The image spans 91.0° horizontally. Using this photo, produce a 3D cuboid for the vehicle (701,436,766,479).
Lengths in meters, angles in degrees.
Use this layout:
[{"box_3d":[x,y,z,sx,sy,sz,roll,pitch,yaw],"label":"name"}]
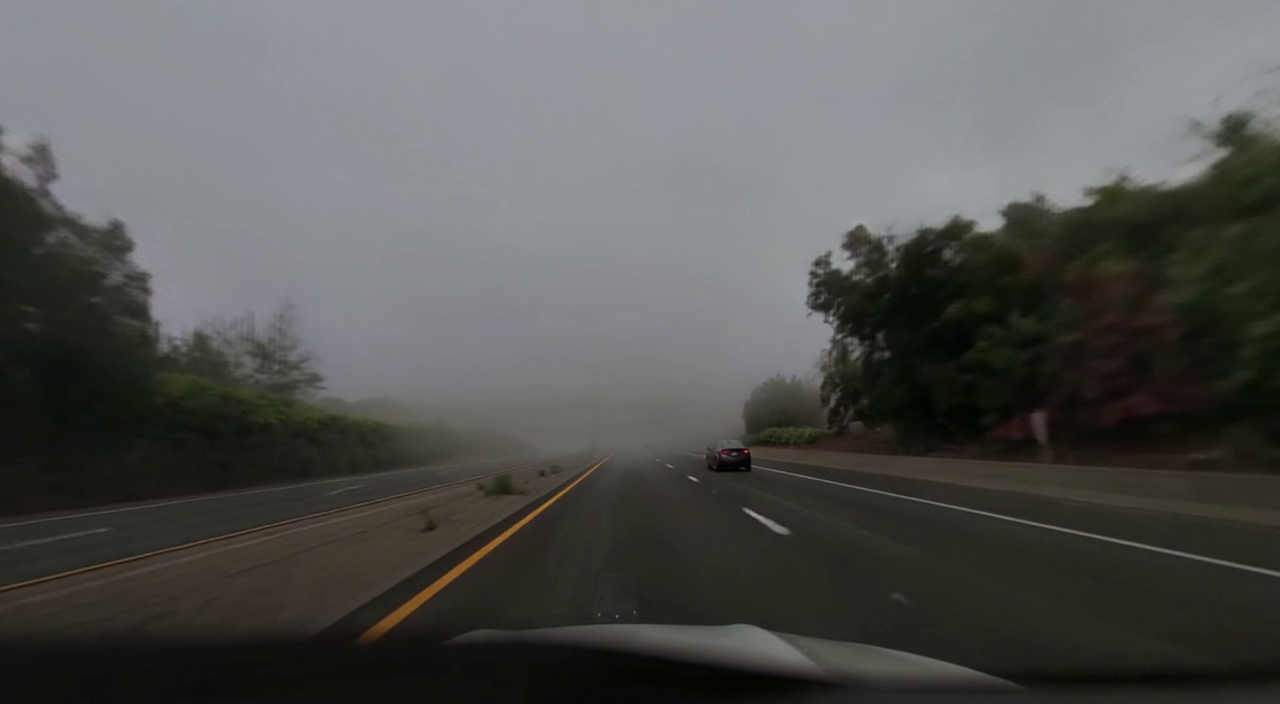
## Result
[{"box_3d":[3.449,3.942,23.862,1.781,1.470,3.540,0,-8,-2],"label":"vehicle"}]
